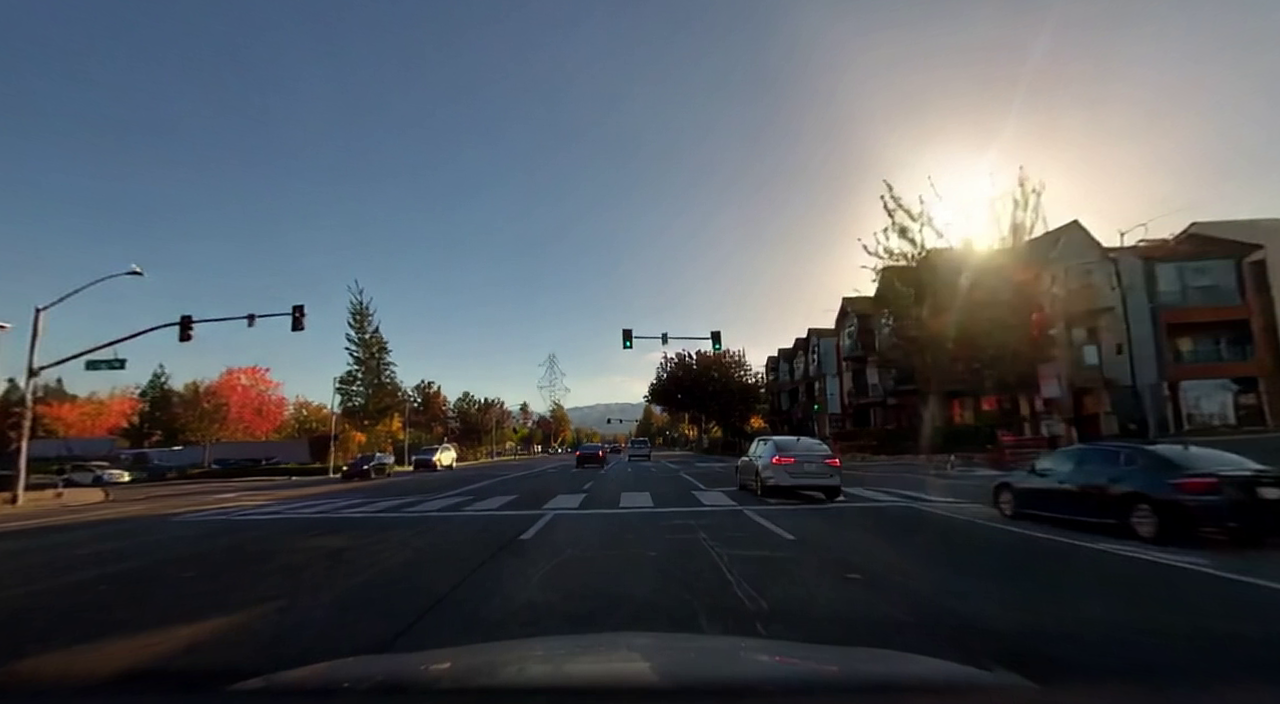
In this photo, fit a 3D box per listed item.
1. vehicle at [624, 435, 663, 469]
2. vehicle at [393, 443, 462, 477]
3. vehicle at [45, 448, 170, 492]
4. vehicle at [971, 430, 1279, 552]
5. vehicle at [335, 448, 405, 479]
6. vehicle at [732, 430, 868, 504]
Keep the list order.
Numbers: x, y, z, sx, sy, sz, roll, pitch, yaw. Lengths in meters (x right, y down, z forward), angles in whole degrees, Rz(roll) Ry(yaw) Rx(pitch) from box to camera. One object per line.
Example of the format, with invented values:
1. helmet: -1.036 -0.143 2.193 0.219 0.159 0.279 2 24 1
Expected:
1. vehicle: 0.167 6.005 37.985 2.239 1.856 4.815 0 -8 -1
2. vehicle: -11.933 6.060 35.700 2.092 1.790 4.960 0 -9 1
3. vehicle: -35.235 7.762 41.807 5.947 2.769 2.763 -1 -9 6
4. vehicle: 7.152 2.019 9.806 1.852 1.494 3.850 0 -9 0
5. vehicle: -15.825 6.538 37.207 2.028 1.680 4.415 0 -9 2
6. vehicle: 3.693 2.756 15.498 2.178 1.546 4.311 0 -8 0
